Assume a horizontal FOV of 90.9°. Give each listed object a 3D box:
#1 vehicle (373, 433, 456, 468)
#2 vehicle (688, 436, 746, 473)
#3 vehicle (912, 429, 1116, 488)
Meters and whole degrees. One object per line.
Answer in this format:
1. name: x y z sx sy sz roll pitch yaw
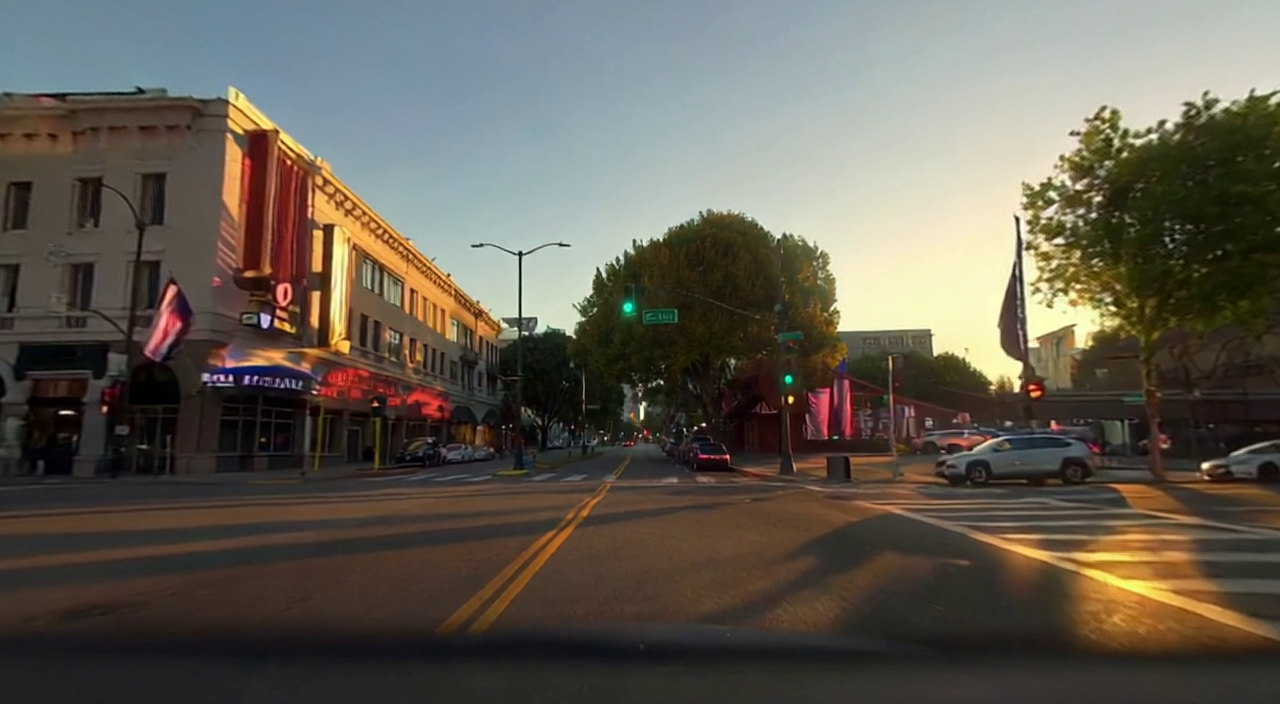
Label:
1. vehicle: -12.454 5.388 34.756 4.447 1.790 2.206 -6 -9 38
2. vehicle: 3.426 4.636 28.926 2.120 1.560 4.402 0 -7 0
3. vehicle: 10.201 2.907 17.476 4.330 1.517 2.045 0 -7 0
